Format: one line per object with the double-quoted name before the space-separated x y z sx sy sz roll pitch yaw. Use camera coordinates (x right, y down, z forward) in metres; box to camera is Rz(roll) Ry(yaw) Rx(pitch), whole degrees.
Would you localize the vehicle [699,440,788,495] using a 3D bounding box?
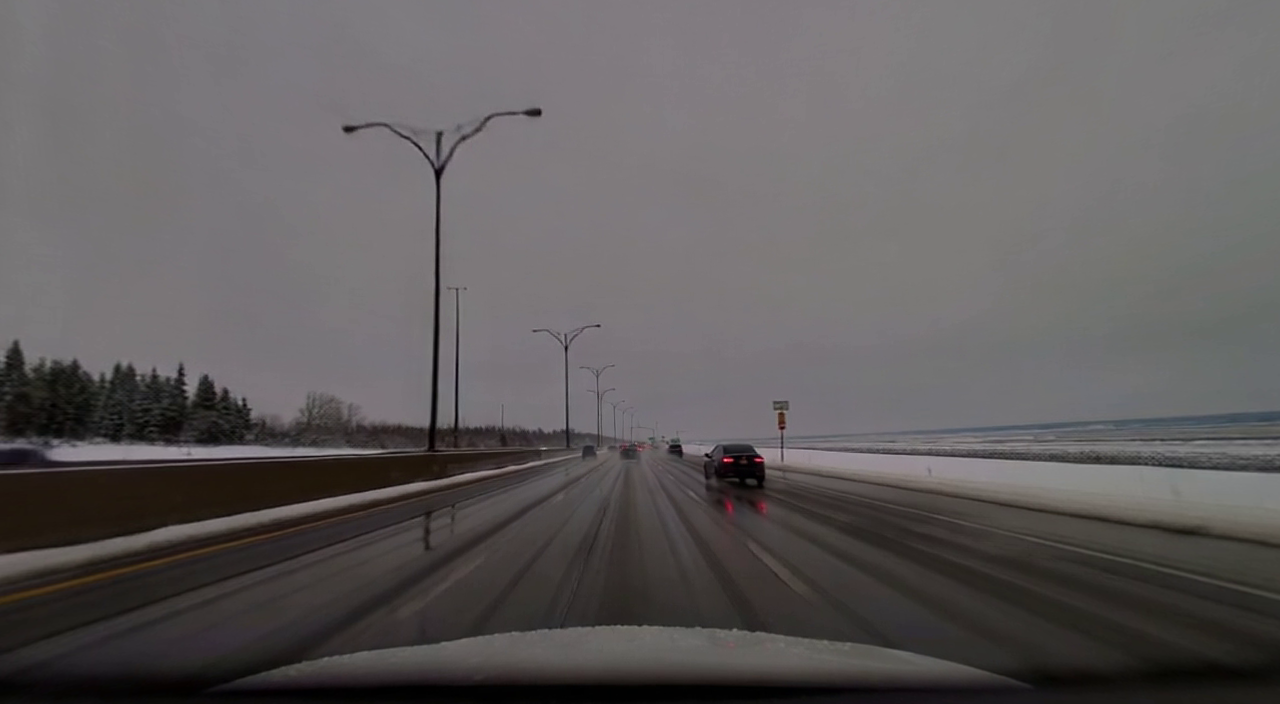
"vehicle" 3.047 3.486 19.490 1.890 1.490 4.373 0 -8 -1
